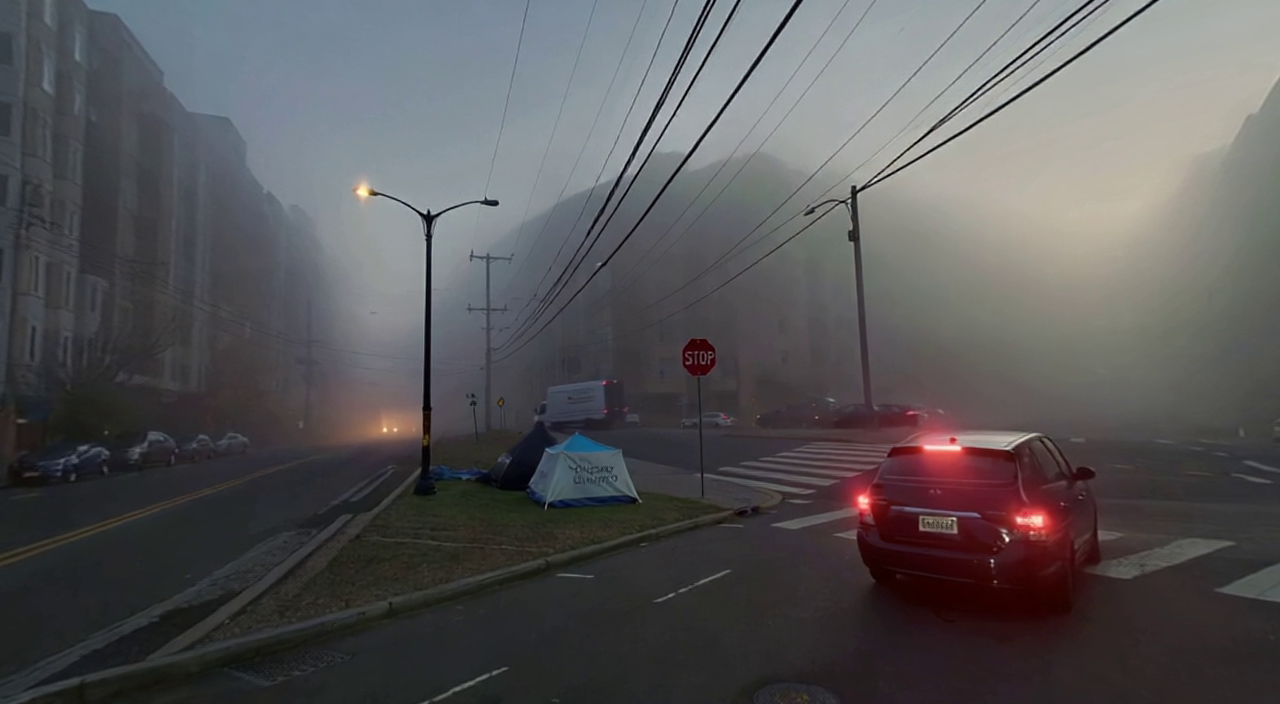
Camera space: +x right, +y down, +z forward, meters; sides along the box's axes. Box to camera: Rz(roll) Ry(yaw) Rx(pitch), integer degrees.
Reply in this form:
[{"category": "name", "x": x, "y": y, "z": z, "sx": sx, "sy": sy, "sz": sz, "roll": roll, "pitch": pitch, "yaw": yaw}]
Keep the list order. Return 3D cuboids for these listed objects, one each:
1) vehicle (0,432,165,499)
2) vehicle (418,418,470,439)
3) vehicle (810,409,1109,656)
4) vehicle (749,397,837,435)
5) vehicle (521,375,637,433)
[{"category": "vehicle", "x": -17.180, "y": 3.471, "z": 19.856, "sx": 2.054, "sy": 1.800, "sz": 5.212, "roll": 3, "pitch": -9, "yaw": -20}, {"category": "vehicle", "x": -15.328, "y": 6.010, "z": 49.346, "sx": 2.089, "sy": 1.506, "sz": 4.641, "roll": 7, "pitch": -11, "yaw": -41}, {"category": "vehicle", "x": 3.407, "y": 1.547, "z": 6.594, "sx": 1.945, "sy": 1.647, "sz": 4.160, "roll": -5, "pitch": -10, "yaw": 32}, {"category": "vehicle", "x": 8.189, "y": 3.523, "z": 34.078, "sx": 1.805, "sy": 1.694, "sz": 4.214, "roll": 11, "pitch": -15, "yaw": -44}, {"category": "vehicle", "x": -3.688, "y": 3.202, "z": 37.143, "sx": 7.172, "sy": 3.075, "sz": 2.584, "roll": -7, "pitch": -10, "yaw": 41}]
